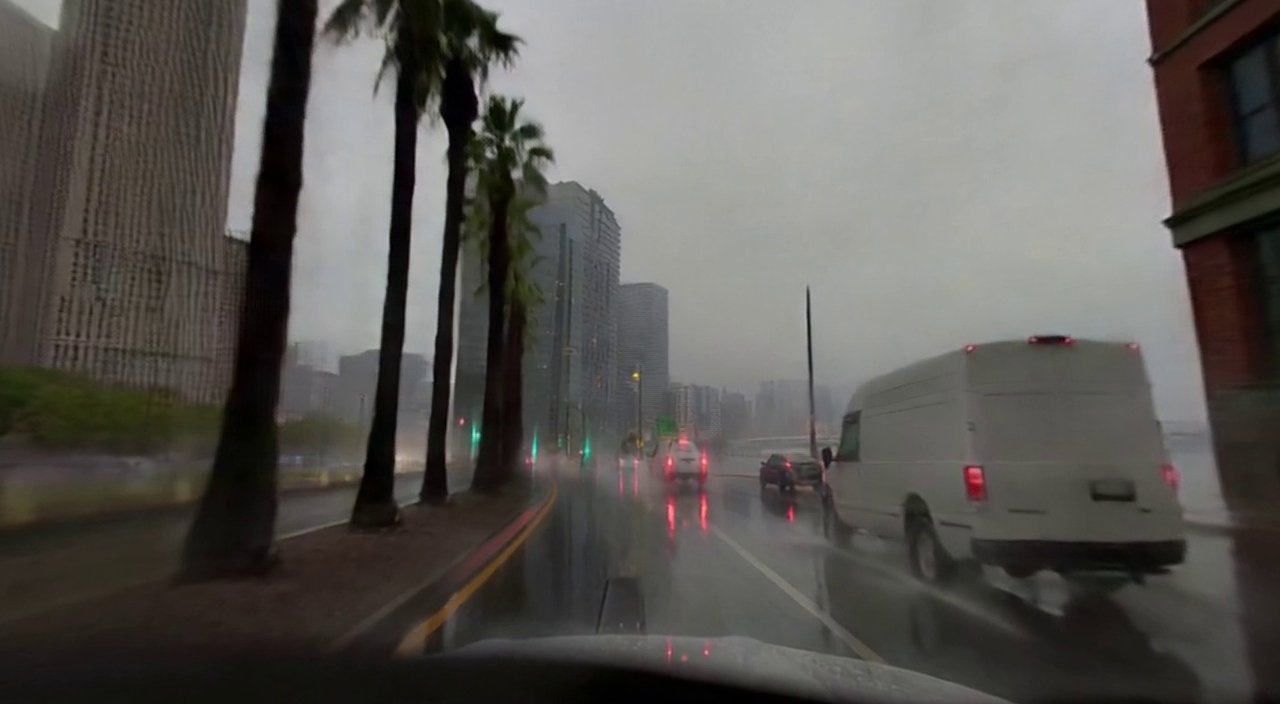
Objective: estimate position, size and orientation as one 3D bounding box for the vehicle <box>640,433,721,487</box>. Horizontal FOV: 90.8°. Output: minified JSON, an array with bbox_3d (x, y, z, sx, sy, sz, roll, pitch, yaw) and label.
[{"bbox_3d":[1.525,4.445,26.298,2.407,1.991,5.130,1,-9,-7],"label":"vehicle"}]

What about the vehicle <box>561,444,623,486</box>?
[{"bbox_3d":[-2.172,4.839,27.470,2.332,1.625,4.933,1,-9,-8],"label":"vehicle"}]

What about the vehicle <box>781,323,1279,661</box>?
[{"bbox_3d":[3.468,1.259,6.744,2.434,2.171,5.098,0,-9,-4],"label":"vehicle"}]
